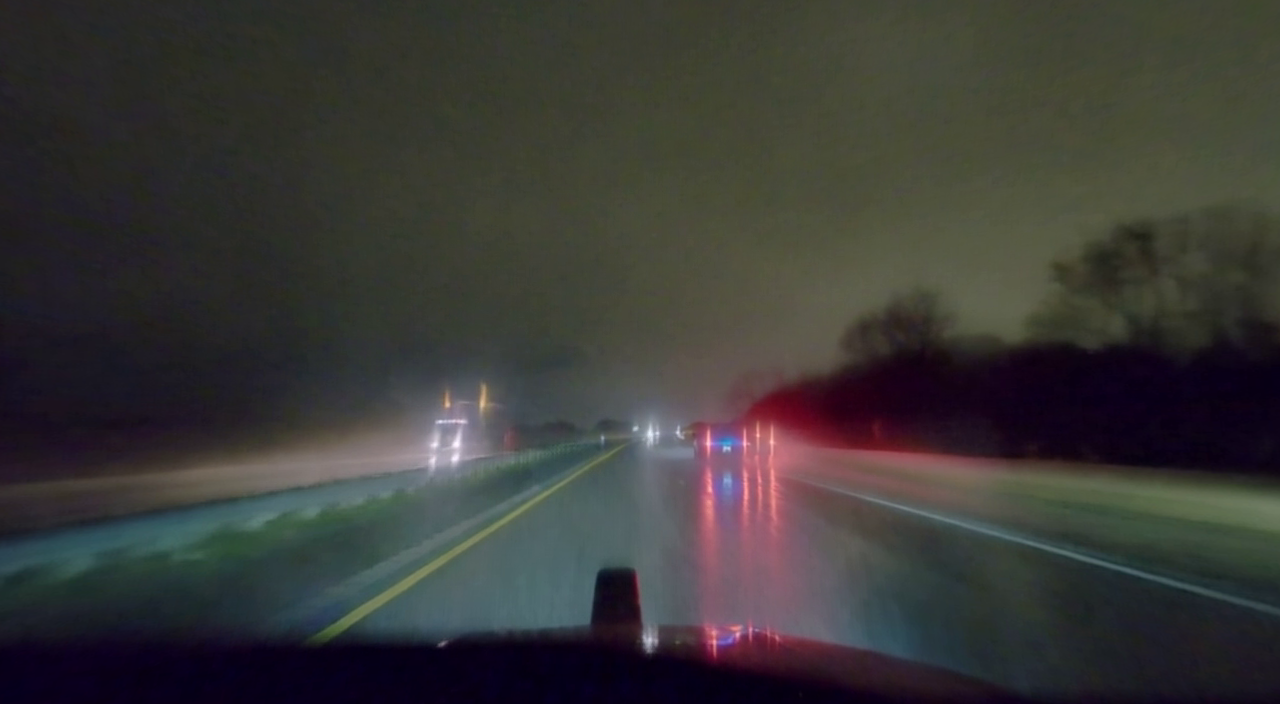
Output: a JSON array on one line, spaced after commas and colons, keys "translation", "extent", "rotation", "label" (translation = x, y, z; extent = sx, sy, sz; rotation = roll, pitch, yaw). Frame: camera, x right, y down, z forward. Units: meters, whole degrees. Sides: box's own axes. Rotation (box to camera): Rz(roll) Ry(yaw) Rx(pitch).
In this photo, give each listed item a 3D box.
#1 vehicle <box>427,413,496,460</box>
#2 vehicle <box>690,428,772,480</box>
[{"translation": [-12.276, 5.912, 43.904], "extent": [2.724, 2.955, 6.969], "rotation": [0, -8, 1], "label": "vehicle"}, {"translation": [2.969, 3.413, 21.455], "extent": [2.084, 1.583, 4.420], "rotation": [0, -8, -1], "label": "vehicle"}]
